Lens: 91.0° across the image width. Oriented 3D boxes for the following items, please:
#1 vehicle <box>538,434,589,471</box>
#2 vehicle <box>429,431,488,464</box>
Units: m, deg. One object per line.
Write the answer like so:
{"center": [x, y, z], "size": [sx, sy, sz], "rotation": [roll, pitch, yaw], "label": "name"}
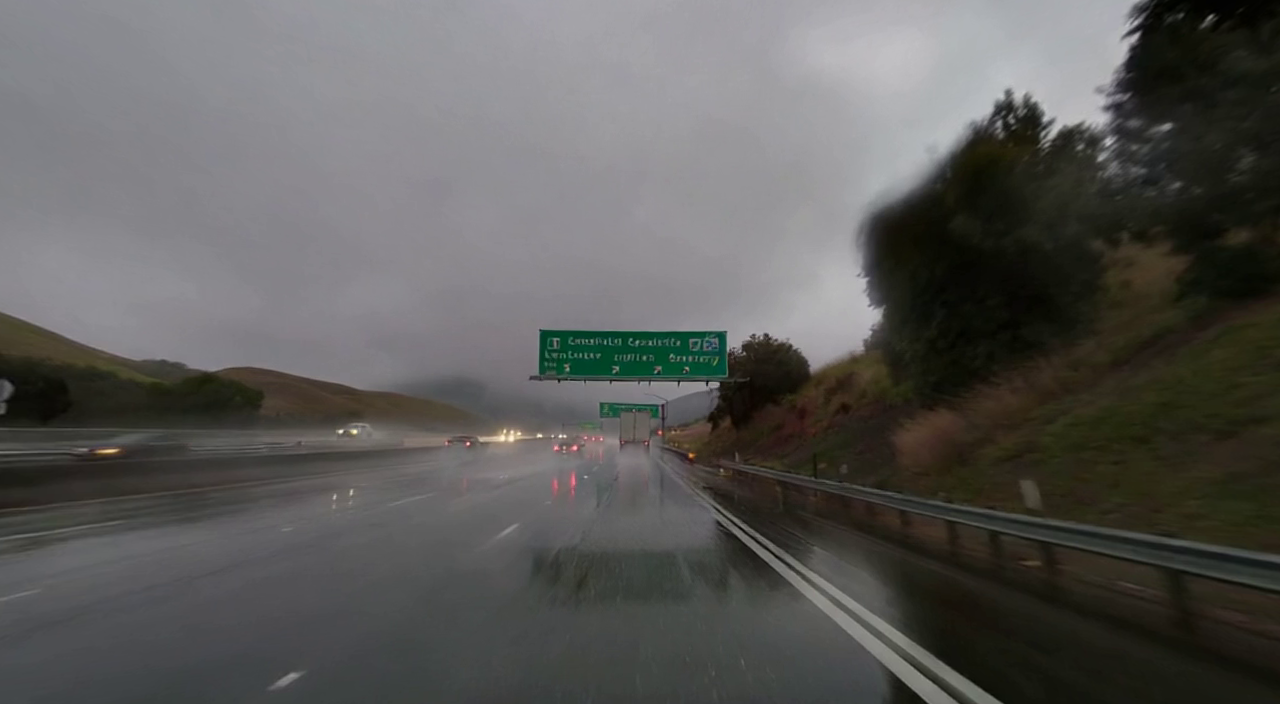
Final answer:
{"center": [-3.894, 5.227, 32.828], "size": [2.053, 1.746, 4.508], "rotation": [0, -9, 0], "label": "vehicle"}
{"center": [-10.302, 5.481, 36.138], "size": [1.958, 1.758, 4.684], "rotation": [0, -9, 0], "label": "vehicle"}
